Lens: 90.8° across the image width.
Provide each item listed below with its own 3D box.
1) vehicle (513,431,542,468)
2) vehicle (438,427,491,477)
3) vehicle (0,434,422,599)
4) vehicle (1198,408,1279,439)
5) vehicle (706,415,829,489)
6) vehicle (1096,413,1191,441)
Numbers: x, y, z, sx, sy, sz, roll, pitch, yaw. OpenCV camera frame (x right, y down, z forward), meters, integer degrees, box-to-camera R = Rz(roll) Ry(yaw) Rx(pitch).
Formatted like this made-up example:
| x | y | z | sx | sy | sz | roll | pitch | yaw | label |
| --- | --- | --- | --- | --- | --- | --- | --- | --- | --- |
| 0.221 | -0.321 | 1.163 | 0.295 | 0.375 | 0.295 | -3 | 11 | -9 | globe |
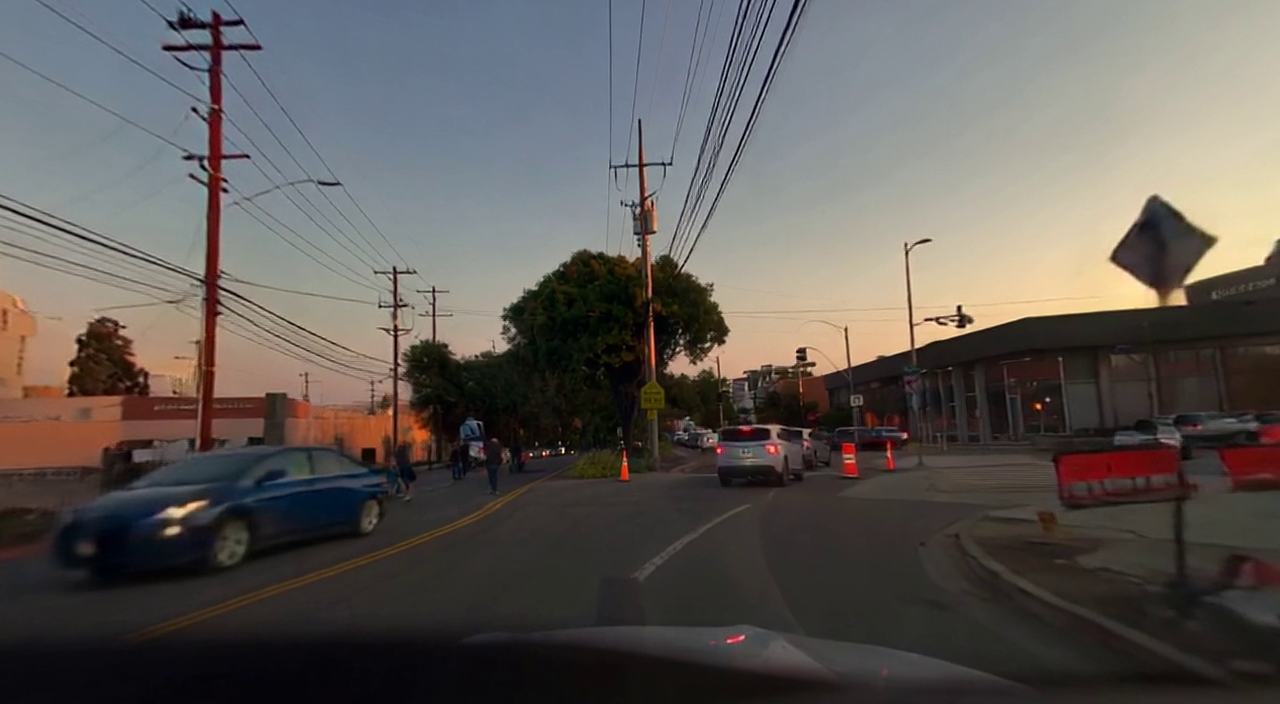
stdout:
| x | y | z | sx | sy | sz | roll | pitch | yaw | label |
| --- | --- | --- | --- | --- | --- | --- | --- | --- | --- |
| -8.617 | 7.481 | 48.575 | 1.959 | 2.654 | 4.078 | 1 | -8 | -7 | vehicle |
| -10.357 | 5.903 | 37.497 | 2.185 | 2.644 | 3.306 | -5 | -8 | -4 | vehicle |
| -4.982 | 1.905 | 8.423 | 2.103 | 1.526 | 4.743 | -1 | -8 | 5 | vehicle |
| 36.409 | 4.249 | 37.377 | 1.922 | 1.704 | 4.550 | 5 | -10 | -32 | vehicle |
| 3.969 | 2.951 | 18.862 | 2.256 | 1.859 | 5.118 | -4 | -9 | 27 | vehicle |
| 33.337 | 5.039 | 41.929 | 1.937 | 1.688 | 4.382 | 5 | -10 | -35 | vehicle |
